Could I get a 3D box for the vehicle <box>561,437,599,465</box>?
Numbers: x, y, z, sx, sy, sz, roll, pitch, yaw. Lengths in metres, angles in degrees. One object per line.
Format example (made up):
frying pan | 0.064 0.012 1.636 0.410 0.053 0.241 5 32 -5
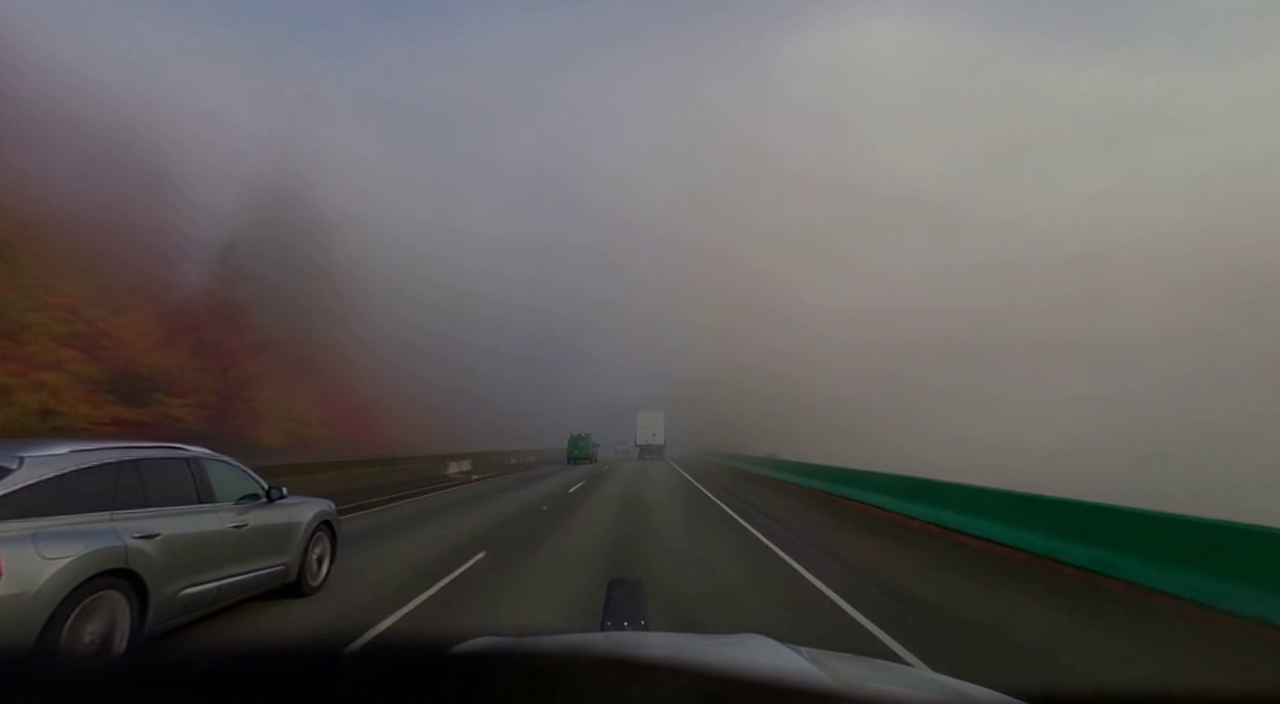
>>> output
vehicle | -3.528 5.895 37.745 1.927 1.556 3.921 0 -8 -1
